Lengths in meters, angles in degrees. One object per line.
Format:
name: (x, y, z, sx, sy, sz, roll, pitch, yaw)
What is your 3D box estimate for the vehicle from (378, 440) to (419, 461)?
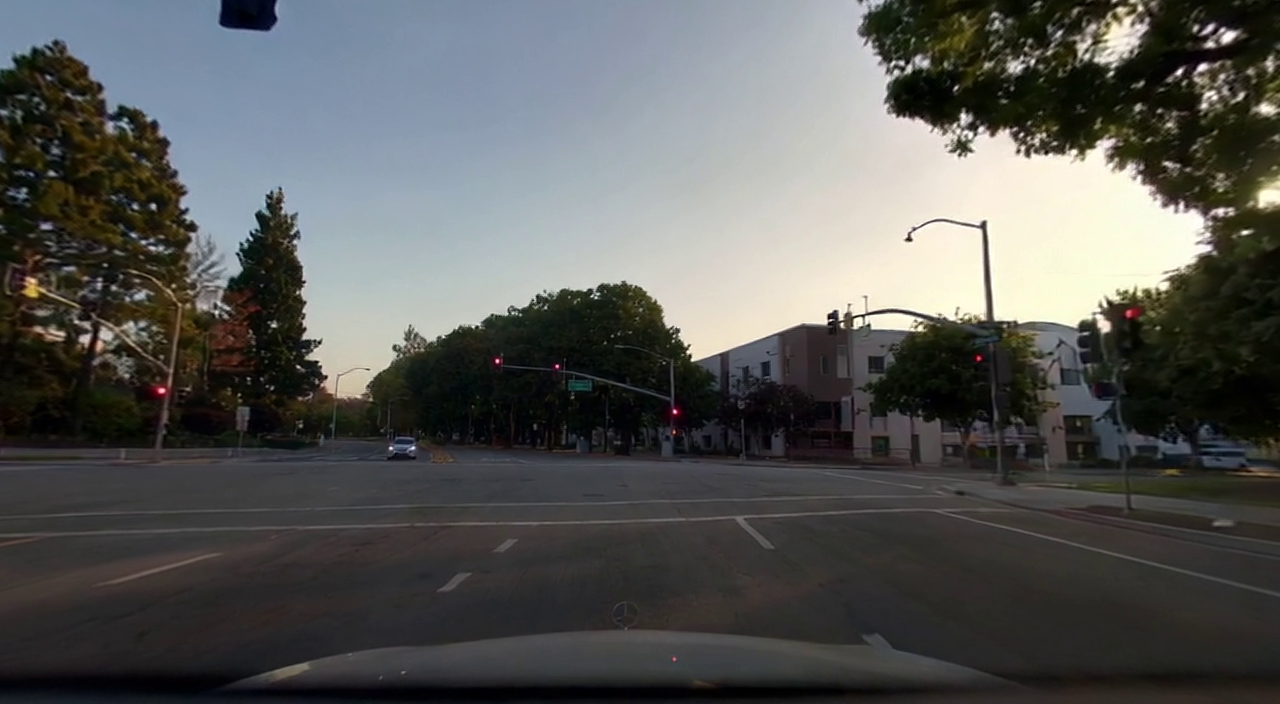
vehicle: (-17.912, 7.303, 47.075, 1.969, 1.464, 4.485, 1, -9, -10)
